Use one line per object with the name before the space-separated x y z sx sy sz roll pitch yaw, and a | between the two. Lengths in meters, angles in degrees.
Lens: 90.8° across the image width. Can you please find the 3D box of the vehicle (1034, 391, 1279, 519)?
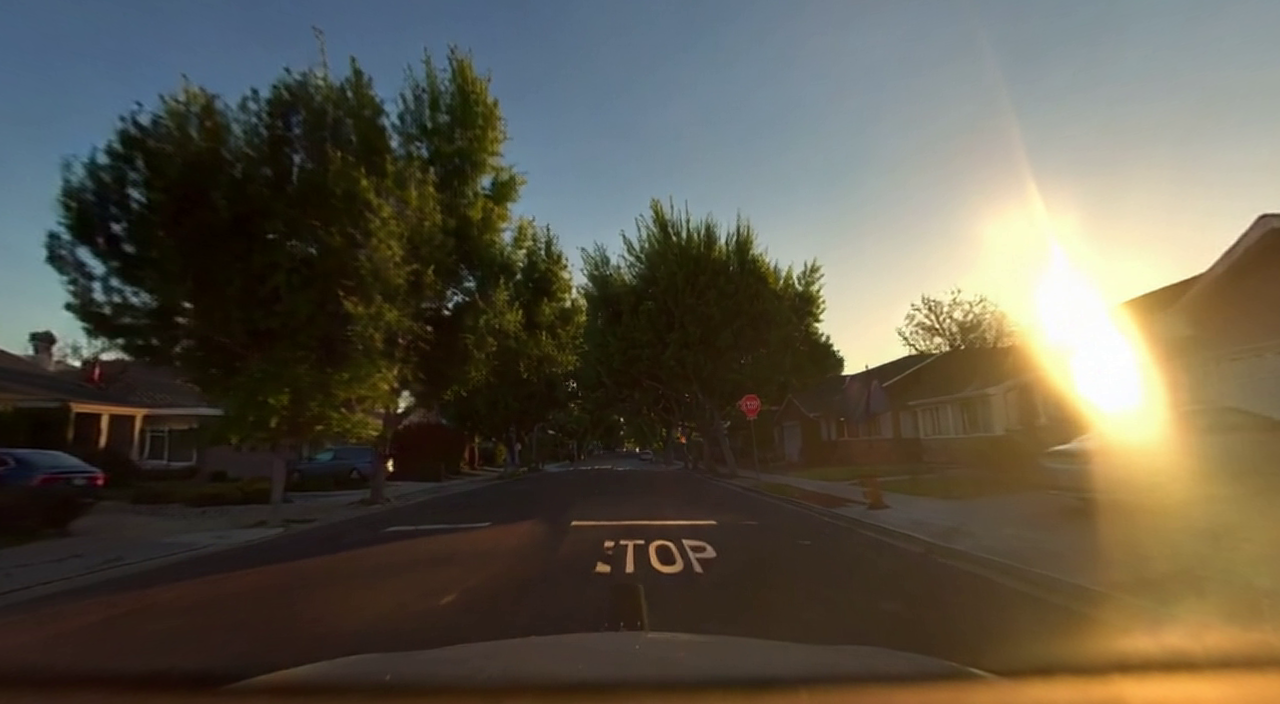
vehicle | 9.854 1.689 10.539 5.234 1.868 2.014 1 -9 -4

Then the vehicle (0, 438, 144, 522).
vehicle | -14.663 2.939 14.875 4.493 1.776 1.997 -1 -9 9

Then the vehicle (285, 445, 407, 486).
vehicle | -14.146 5.472 30.662 4.809 1.865 2.093 0 -9 -2
